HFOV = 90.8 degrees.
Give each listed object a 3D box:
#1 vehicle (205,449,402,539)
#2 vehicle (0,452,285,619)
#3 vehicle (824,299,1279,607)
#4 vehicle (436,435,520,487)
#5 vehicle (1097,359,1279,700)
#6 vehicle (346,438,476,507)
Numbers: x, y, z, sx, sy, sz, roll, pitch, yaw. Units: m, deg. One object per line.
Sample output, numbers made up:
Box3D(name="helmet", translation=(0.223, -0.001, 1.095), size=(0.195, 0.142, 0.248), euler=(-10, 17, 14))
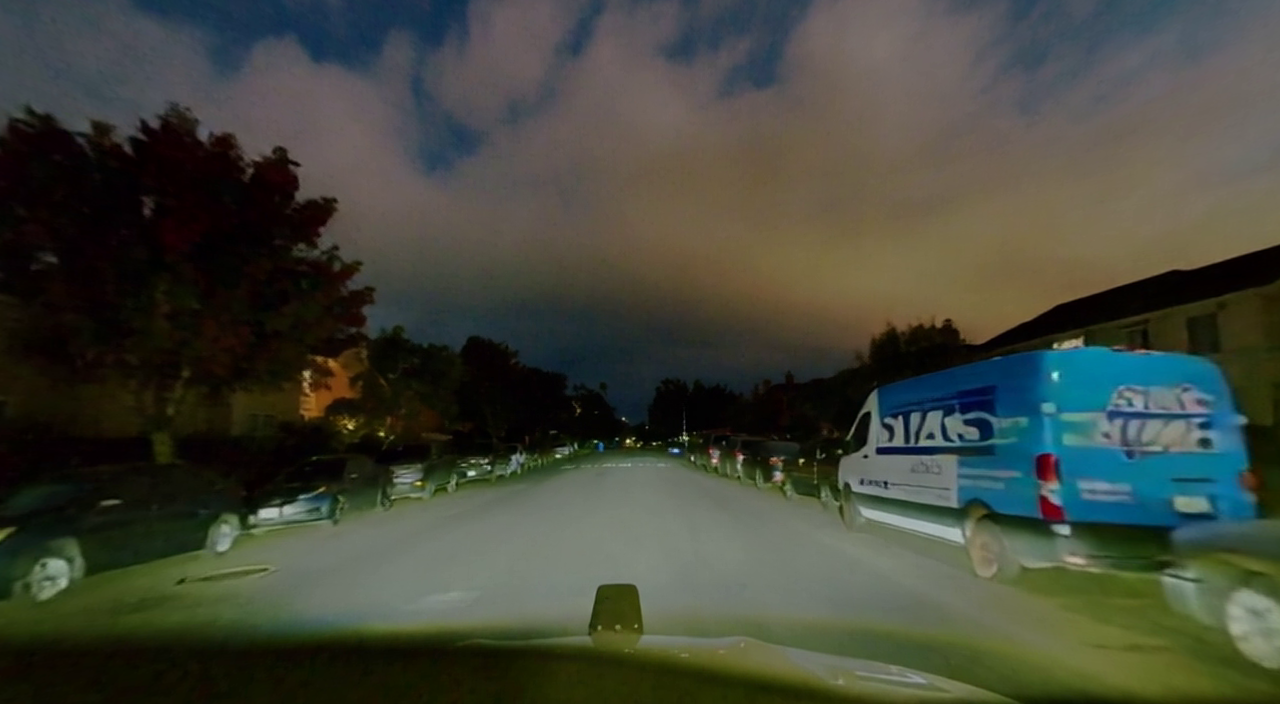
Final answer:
Box3D(name="vehicle", translation=(-6.847, 2.867, 13.577), size=(1.828, 1.468, 4.738), euler=(-2, -8, -3))
Box3D(name="vehicle", translation=(-6.782, 2.015, 7.894), size=(1.869, 1.467, 4.921), euler=(0, -8, 0))
Box3D(name="vehicle", translation=(4.535, 1.259, 8.388), size=(2.178, 2.656, 5.712), euler=(0, -9, -3))
Box3D(name="vehicle", translation=(-6.950, 4.727, 27.884), size=(2.195, 2.023, 6.055), euler=(0, -8, -1))
Box3D(name="vehicle", translation=(4.301, 0.659, 1.505), size=(1.907, 1.768, 6.059), euler=(0, -8, 0))
Box3D(name="vehicle", translation=(-6.954, 3.678, 19.968), size=(2.162, 1.846, 5.426), euler=(0, -8, -1))
